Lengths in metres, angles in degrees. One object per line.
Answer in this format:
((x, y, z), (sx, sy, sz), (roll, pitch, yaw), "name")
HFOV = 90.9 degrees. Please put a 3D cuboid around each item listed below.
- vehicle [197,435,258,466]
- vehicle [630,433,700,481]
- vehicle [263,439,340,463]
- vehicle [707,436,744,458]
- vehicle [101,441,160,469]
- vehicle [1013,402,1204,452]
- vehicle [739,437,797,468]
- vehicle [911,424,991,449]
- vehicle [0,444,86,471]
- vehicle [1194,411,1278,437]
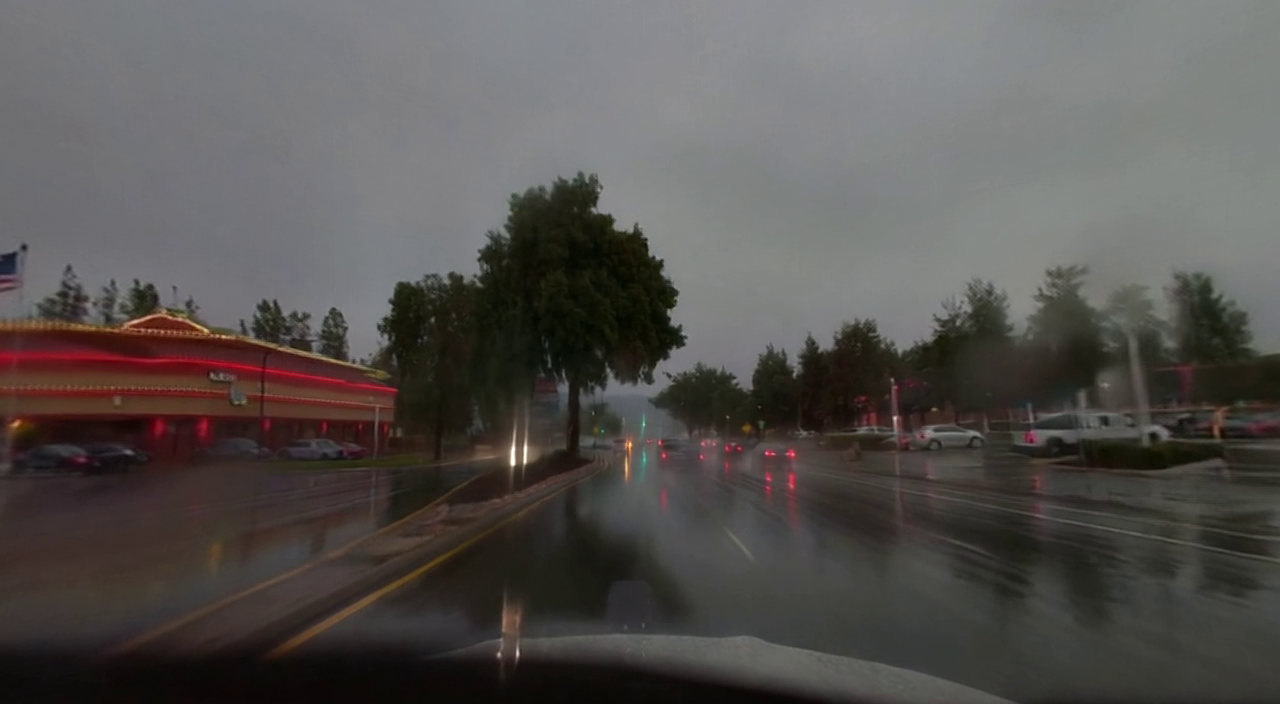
((-28.767, 6.808, 43.865), (5.346, 1.985, 2.207), (-8, -11, 42), "vehicle")
((0.734, 3.615, 22.024), (2.091, 1.472, 4.697), (0, -8, -2), "vehicle")
((-26.734, 7.837, 49.858), (4.853, 1.788, 2.059), (0, -7, 1), "vehicle")
((6.695, 7.498, 49.735), (2.105, 1.646, 4.612), (0, -8, -2), "vehicle")
((-32.366, 6.473, 39.985), (5.148, 1.674, 2.163), (-8, -11, 44), "vehicle")
((19.443, 3.181, 26.401), (6.173, 1.962, 2.208), (0, -9, 0), "vehicle")
((6.687, 5.303, 33.405), (2.016, 1.479, 4.532), (0, -8, -1), "vehicle")
((19.732, 5.395, 40.096), (4.059, 1.563, 1.995), (1, -8, -2), "vehicle")
((-37.310, 6.494, 39.131), (1.734, 1.425, 4.447), (0, -7, 1), "vehicle")
((35.485, 4.372, 37.687), (1.847, 1.424, 4.455), (-3, -9, 19), "vehicle")
